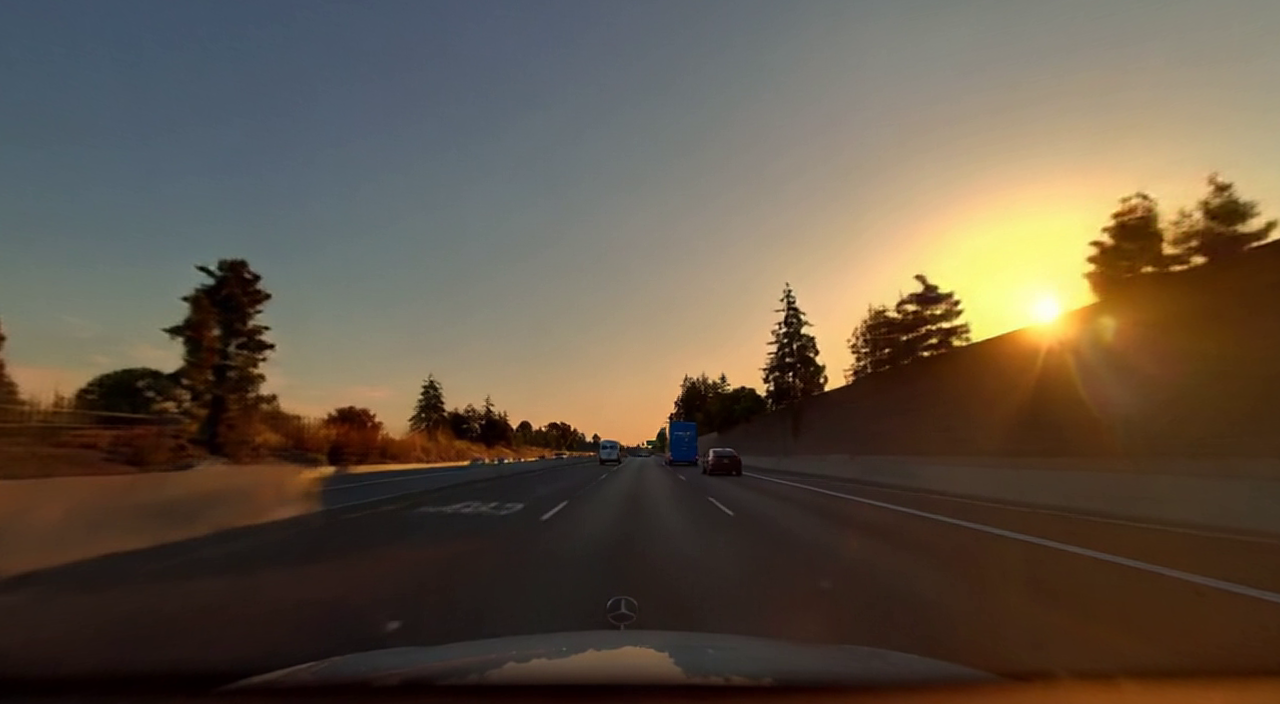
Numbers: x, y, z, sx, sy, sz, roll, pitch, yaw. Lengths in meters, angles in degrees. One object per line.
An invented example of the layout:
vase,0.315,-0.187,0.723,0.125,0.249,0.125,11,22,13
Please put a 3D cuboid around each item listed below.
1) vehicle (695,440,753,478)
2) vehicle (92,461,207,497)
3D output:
vehicle,3.877,5.064,29.951,2.066,1.638,4.158,0,-9,-1
vehicle,-23.407,6.039,30.363,1.859,1.486,4.522,0,-9,1
